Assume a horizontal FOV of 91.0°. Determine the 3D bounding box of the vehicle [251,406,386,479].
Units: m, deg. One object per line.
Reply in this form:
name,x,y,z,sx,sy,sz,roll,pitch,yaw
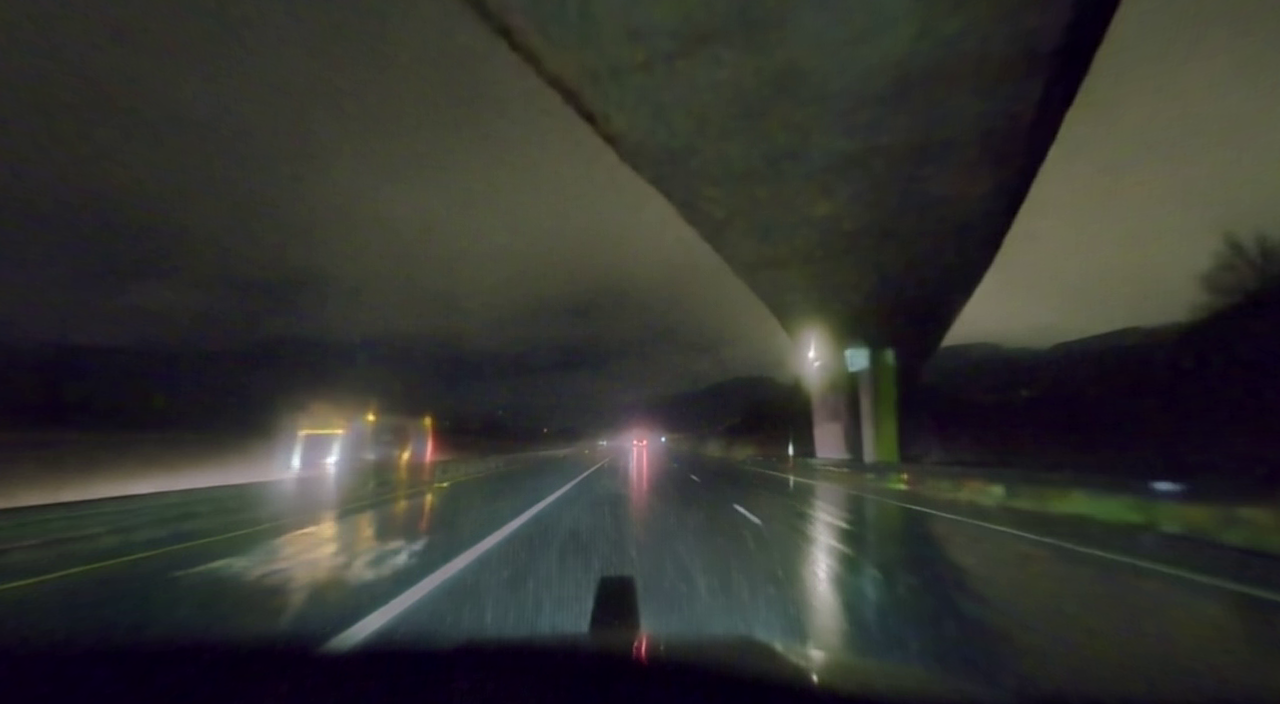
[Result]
vehicle,-17.399,5.028,35.000,2.879,3.519,8.685,0,-8,0
